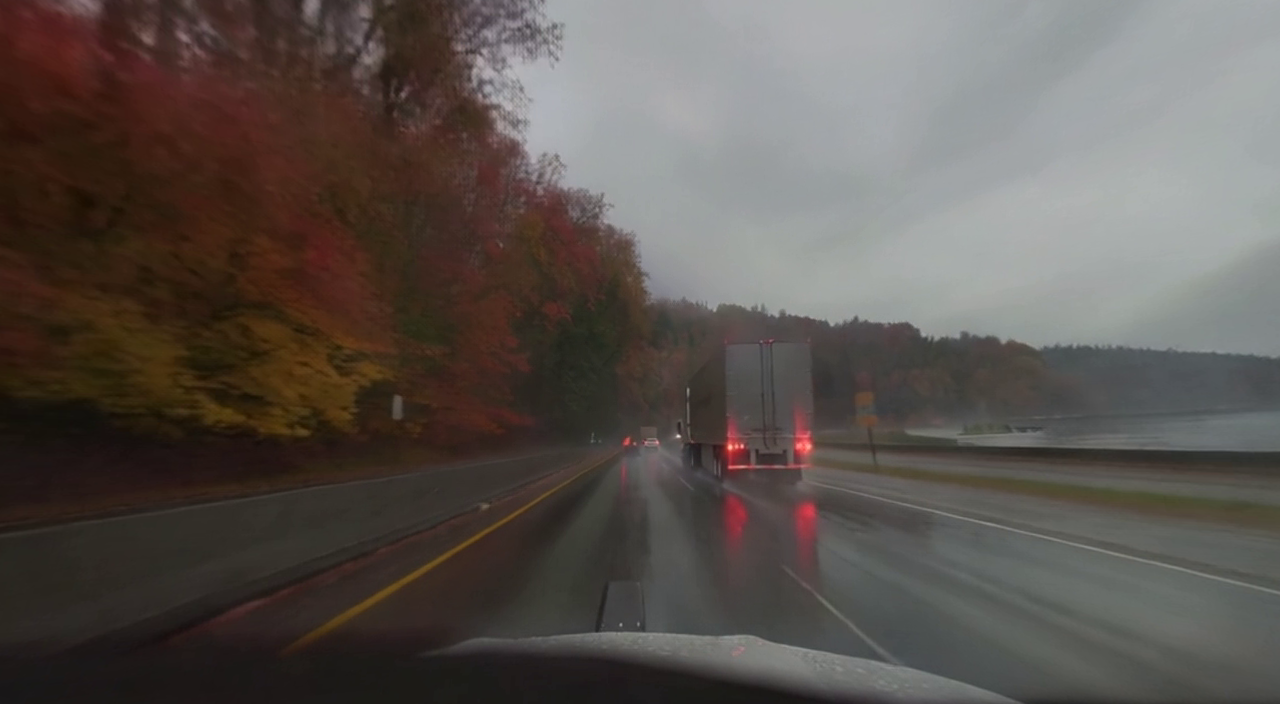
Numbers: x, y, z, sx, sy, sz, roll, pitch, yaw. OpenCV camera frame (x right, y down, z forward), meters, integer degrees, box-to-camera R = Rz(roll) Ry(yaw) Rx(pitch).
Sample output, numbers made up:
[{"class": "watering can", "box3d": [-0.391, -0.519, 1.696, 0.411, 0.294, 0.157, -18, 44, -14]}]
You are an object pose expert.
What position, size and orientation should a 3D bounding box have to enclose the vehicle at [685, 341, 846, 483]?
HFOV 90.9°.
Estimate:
[{"class": "vehicle", "box3d": [4.136, 2.763, 25.638, 3.357, 4.101, 14.659, 0, -8, -1]}]
